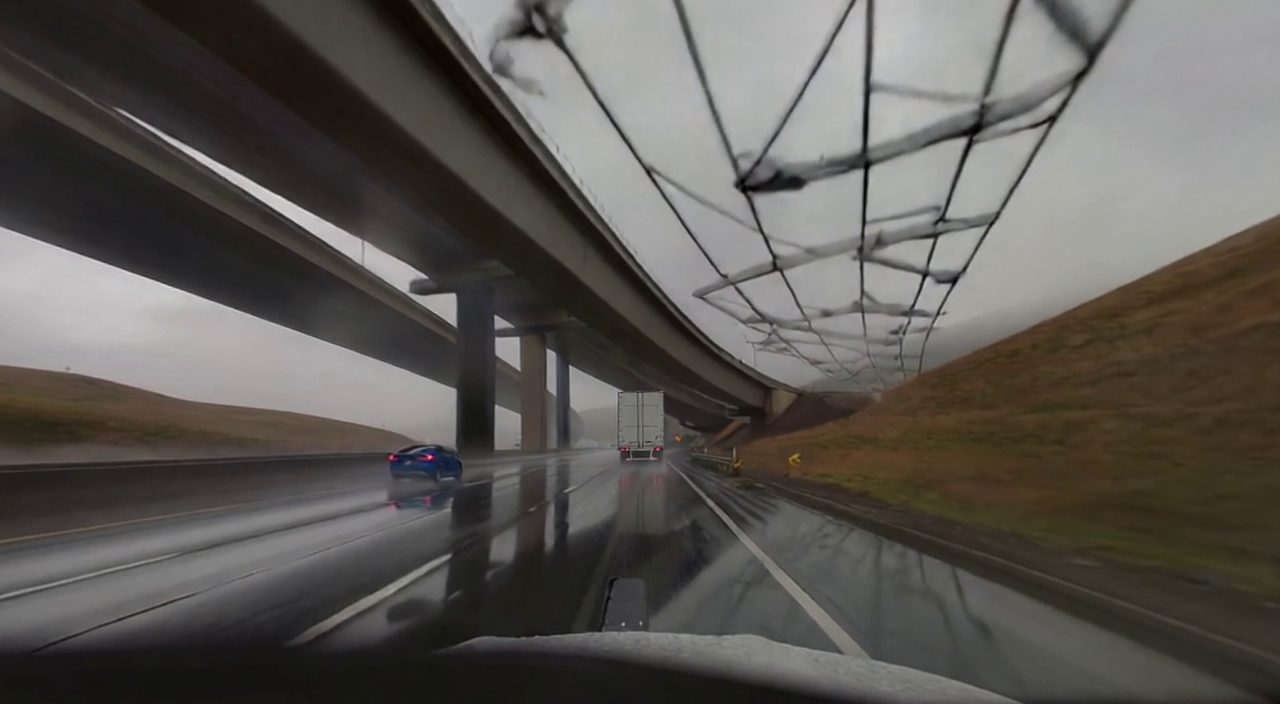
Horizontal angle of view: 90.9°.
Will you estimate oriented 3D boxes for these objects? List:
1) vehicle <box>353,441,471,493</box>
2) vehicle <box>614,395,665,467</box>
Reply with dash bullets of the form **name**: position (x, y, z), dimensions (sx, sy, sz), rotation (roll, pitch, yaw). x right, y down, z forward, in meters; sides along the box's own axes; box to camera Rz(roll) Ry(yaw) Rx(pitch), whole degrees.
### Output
- **vehicle**: position (-7.231, 3.681, 20.606), dimensions (2.078, 1.496, 4.563), rotation (0, -8, 1)
- **vehicle**: position (0.060, 5.297, 41.323), dimensions (2.866, 4.014, 11.261), rotation (0, -8, 1)
